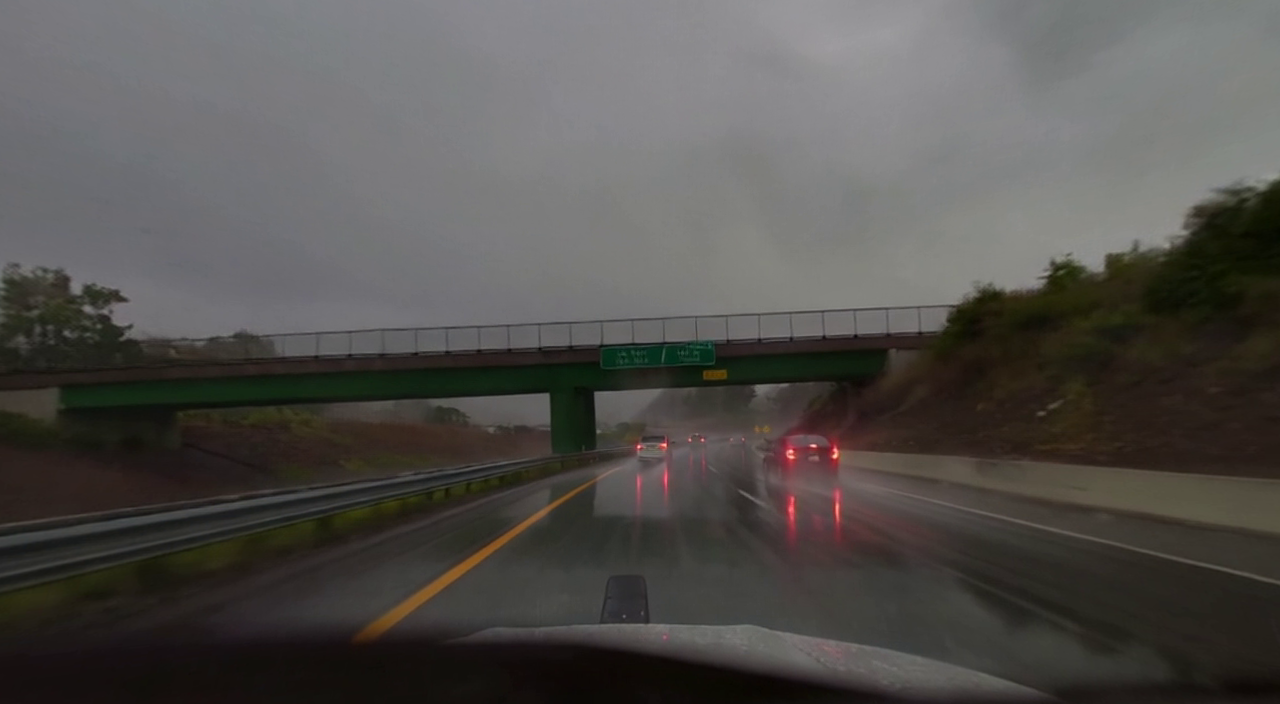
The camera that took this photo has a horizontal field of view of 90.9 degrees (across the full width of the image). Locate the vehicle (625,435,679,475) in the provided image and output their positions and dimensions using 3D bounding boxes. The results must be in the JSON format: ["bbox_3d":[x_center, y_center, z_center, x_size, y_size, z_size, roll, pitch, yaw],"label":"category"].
[{"bbox_3d":[0.529,4.066,25.148,1.993,1.461,3.812,-1,-8,3],"label":"vehicle"}]

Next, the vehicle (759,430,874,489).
[{"bbox_3d":[4.939,3.084,18.394,2.163,1.489,4.470,0,-8,2],"label":"vehicle"}]
